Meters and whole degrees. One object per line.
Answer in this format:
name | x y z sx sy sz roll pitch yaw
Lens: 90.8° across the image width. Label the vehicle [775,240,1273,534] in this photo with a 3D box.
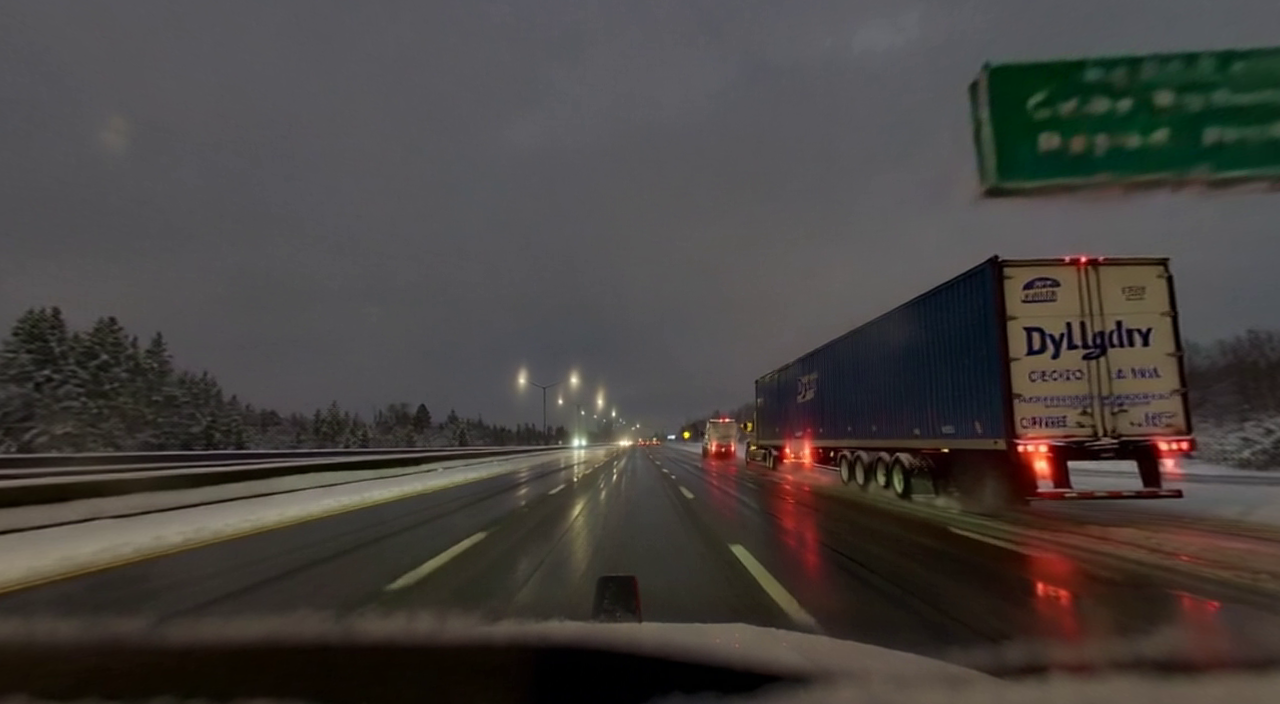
vehicle | 6.761 1.571 16.517 2.962 3.947 16.241 0 -8 0
